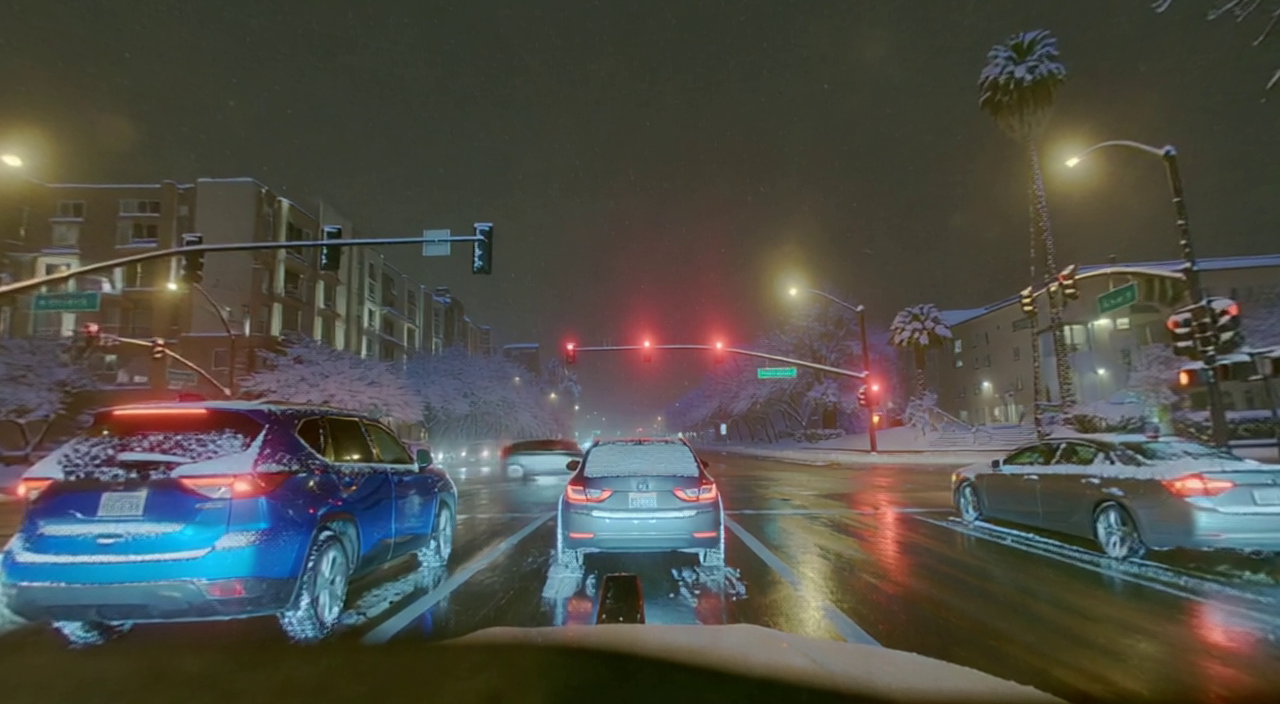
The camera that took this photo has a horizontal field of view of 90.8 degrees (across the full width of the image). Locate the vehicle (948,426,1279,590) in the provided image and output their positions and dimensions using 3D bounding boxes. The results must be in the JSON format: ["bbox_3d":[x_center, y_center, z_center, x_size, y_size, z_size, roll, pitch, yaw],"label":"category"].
[{"bbox_3d":[6.094,1.764,8.109,1.970,1.489,4.482,0,-8,-1],"label":"vehicle"}]

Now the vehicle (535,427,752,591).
[{"bbox_3d":[0.000,1.707,7.720,1.942,1.445,3.973,0,-8,-1],"label":"vehicle"}]

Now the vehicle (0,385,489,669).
[{"bbox_3d":[-3.103,1.372,6.089,2.051,1.682,4.467,0,-8,2],"label":"vehicle"}]
